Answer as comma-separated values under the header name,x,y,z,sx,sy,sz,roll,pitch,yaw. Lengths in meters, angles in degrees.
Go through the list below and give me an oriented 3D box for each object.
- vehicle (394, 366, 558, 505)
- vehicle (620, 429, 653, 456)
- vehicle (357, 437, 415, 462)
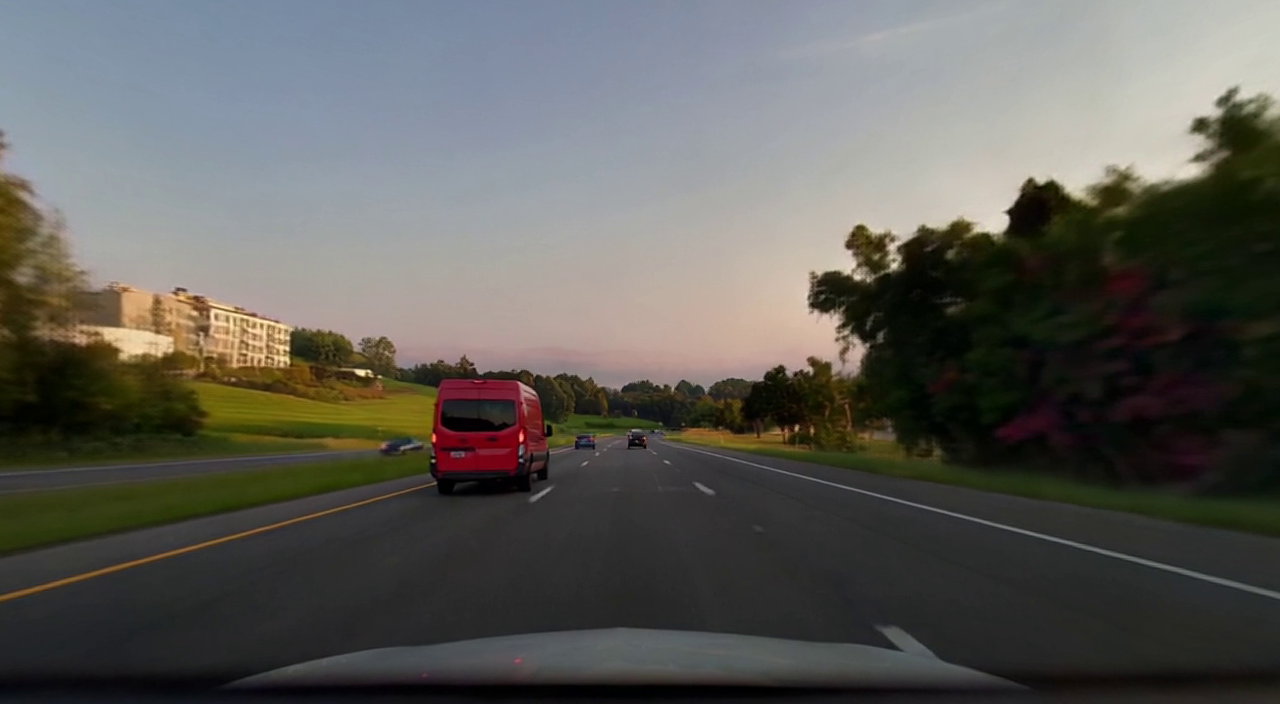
name,x,y,z,sx,sy,sz,roll,pitch,yaw
vehicle,-3.429,1.947,14.721,2.424,2.577,5.828,0,-8,-2
vehicle,-0.260,5.972,41.654,2.104,1.646,4.176,0,-8,-1
vehicle,-15.209,5.845,38.003,1.815,1.449,4.139,0,-8,-1
